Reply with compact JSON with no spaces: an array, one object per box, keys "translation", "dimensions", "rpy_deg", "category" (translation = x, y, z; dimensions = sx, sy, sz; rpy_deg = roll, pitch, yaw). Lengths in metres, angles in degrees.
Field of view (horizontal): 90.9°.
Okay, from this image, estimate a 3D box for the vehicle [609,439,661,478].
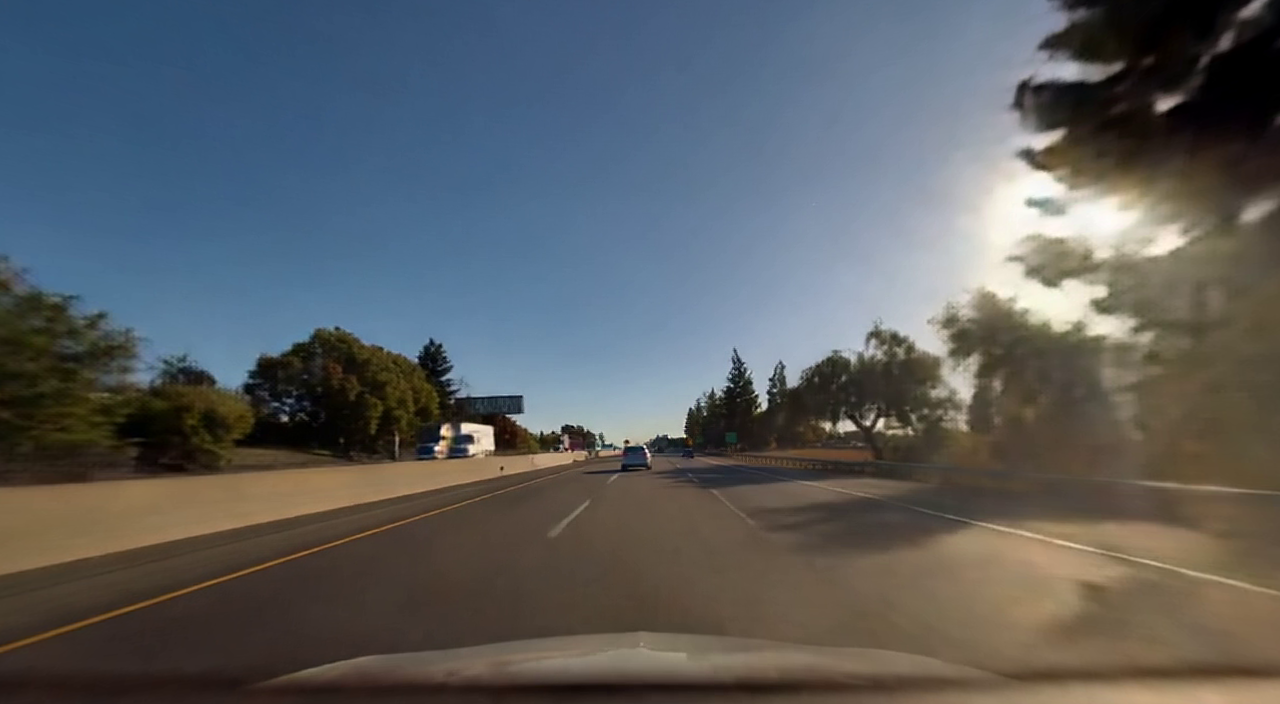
[{"translation":[-0.133,4.890,29.092],"dimensions":[2.231,1.652,4.503],"rpy_deg":[0,-9,2],"category":"vehicle"}]
